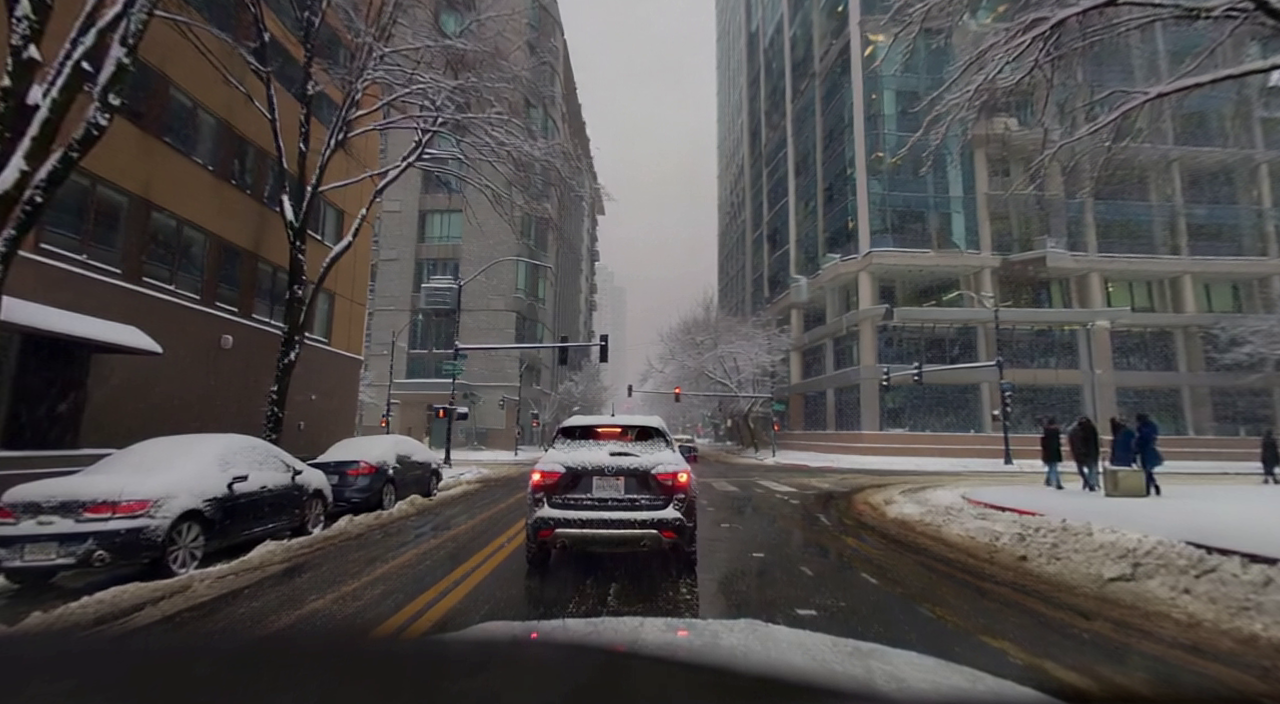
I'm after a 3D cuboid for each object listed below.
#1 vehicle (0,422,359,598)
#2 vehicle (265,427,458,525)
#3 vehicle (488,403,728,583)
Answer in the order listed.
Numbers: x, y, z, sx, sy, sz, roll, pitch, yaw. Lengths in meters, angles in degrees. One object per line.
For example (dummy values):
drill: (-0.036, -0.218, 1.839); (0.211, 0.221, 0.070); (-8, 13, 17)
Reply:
vehicle: (-5.751, 1.877, 8.475); (1.904, 1.684, 4.529); (0, -9, -1)
vehicle: (-5.873, 2.667, 14.172); (2.077, 1.791, 4.751); (0, -9, 1)
vehicle: (-0.286, 1.627, 8.002); (2.258, 1.687, 3.934); (0, -9, 1)
